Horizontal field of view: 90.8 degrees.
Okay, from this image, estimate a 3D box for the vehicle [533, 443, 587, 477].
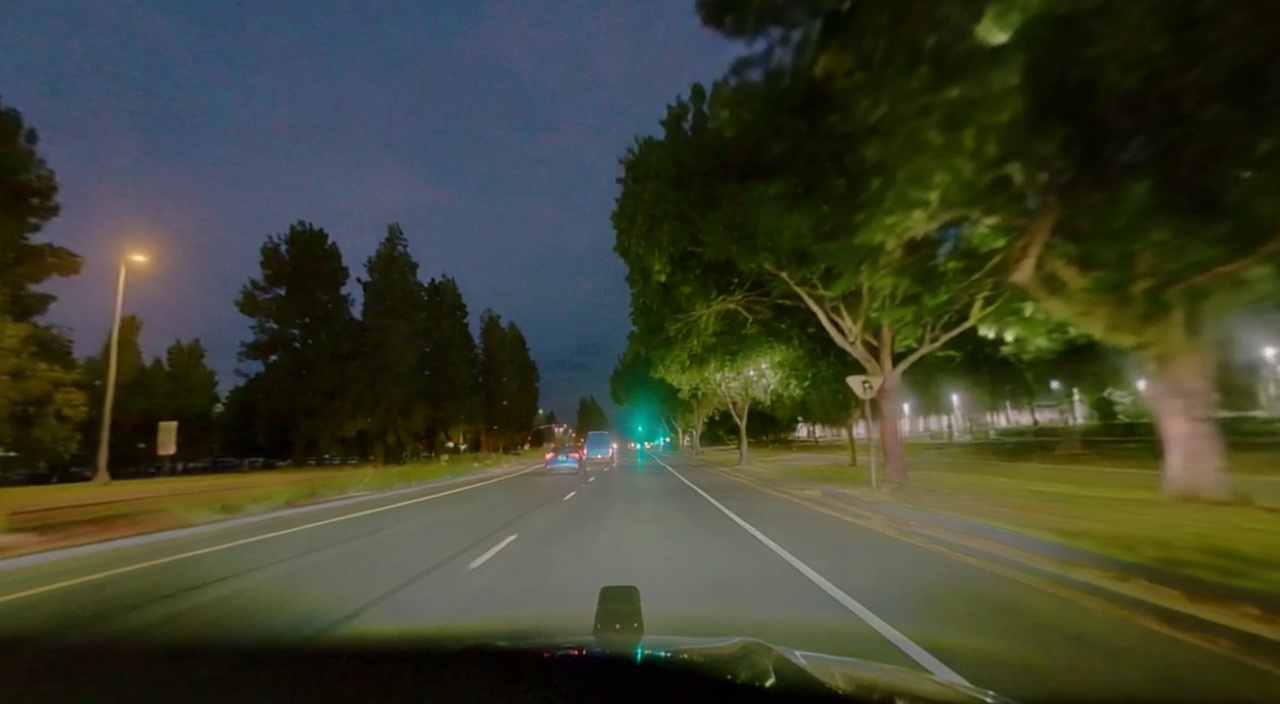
[{"bbox_3d":[-3.597,4.959,29.241,2.009,1.473,4.028,0,-9,0],"label":"vehicle"}]
